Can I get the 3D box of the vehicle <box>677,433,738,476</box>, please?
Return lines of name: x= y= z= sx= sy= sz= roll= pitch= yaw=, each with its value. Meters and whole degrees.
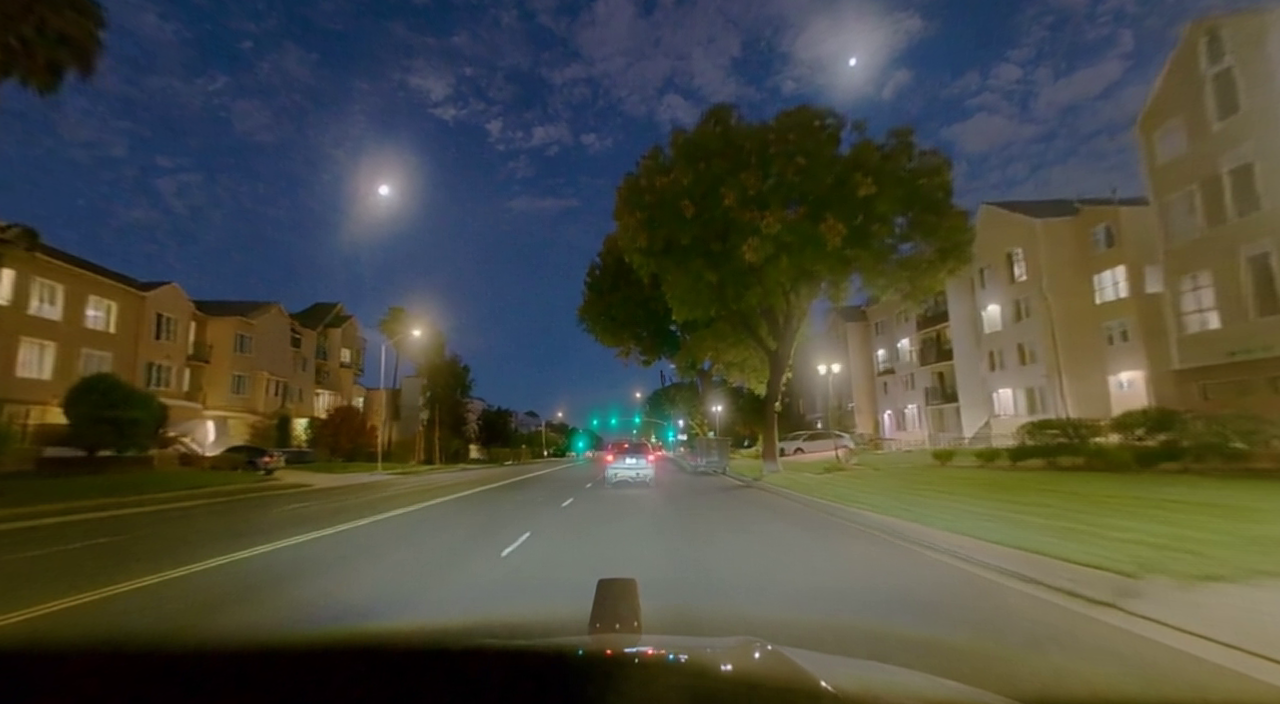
vehicle: x=3.253 y=5.071 z=31.335 sx=2.416 sy=1.922 sz=5.023 roll=0 pitch=-9 yaw=-1

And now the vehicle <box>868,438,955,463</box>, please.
vehicle: x=16.245 y=5.917 z=37.791 sx=4.317 sy=1.420 sz=1.828 roll=0 pitch=-9 yaw=0

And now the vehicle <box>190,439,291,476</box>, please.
vehicle: x=-21.604 y=5.725 z=34.345 sx=2.196 sy=1.820 sz=4.955 roll=0 pitch=-9 yaw=1

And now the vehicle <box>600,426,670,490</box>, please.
vehicle: x=-0.215 y=3.424 z=20.637 sx=1.994 sy=1.810 sz=5.057 roll=0 pitch=-9 yaw=-2

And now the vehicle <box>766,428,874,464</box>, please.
vehicle: x=10.658 y=5.631 z=37.652 sx=5.709 sy=2.017 sz=2.435 roll=0 pitch=-9 yaw=-1
